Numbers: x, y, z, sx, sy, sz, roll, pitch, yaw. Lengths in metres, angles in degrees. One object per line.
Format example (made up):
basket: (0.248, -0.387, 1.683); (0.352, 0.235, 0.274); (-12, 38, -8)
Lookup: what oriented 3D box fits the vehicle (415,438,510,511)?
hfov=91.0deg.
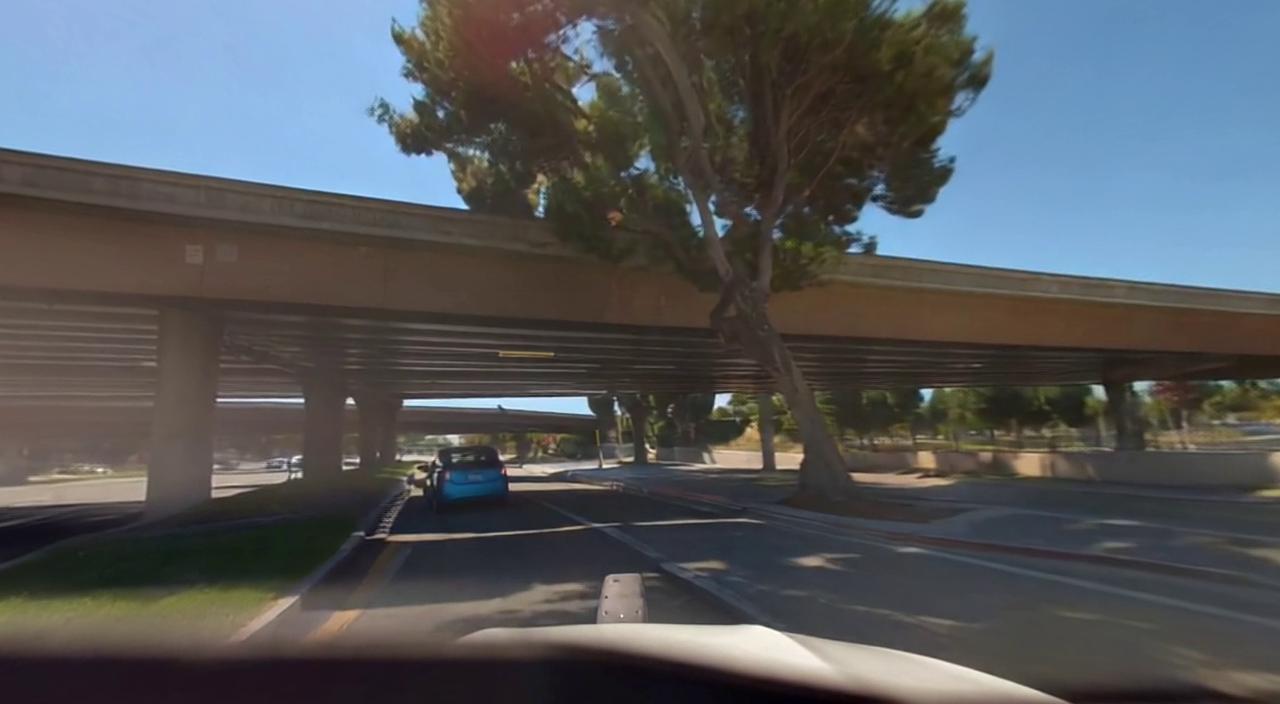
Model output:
vehicle: (-4.627, 3.038, 16.063); (1.976, 1.584, 3.772); (3, -9, -20)

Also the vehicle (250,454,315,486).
vehicle: (-19.011, 6.276, 33.673); (2.009, 1.523, 4.641); (3, -9, -17)
